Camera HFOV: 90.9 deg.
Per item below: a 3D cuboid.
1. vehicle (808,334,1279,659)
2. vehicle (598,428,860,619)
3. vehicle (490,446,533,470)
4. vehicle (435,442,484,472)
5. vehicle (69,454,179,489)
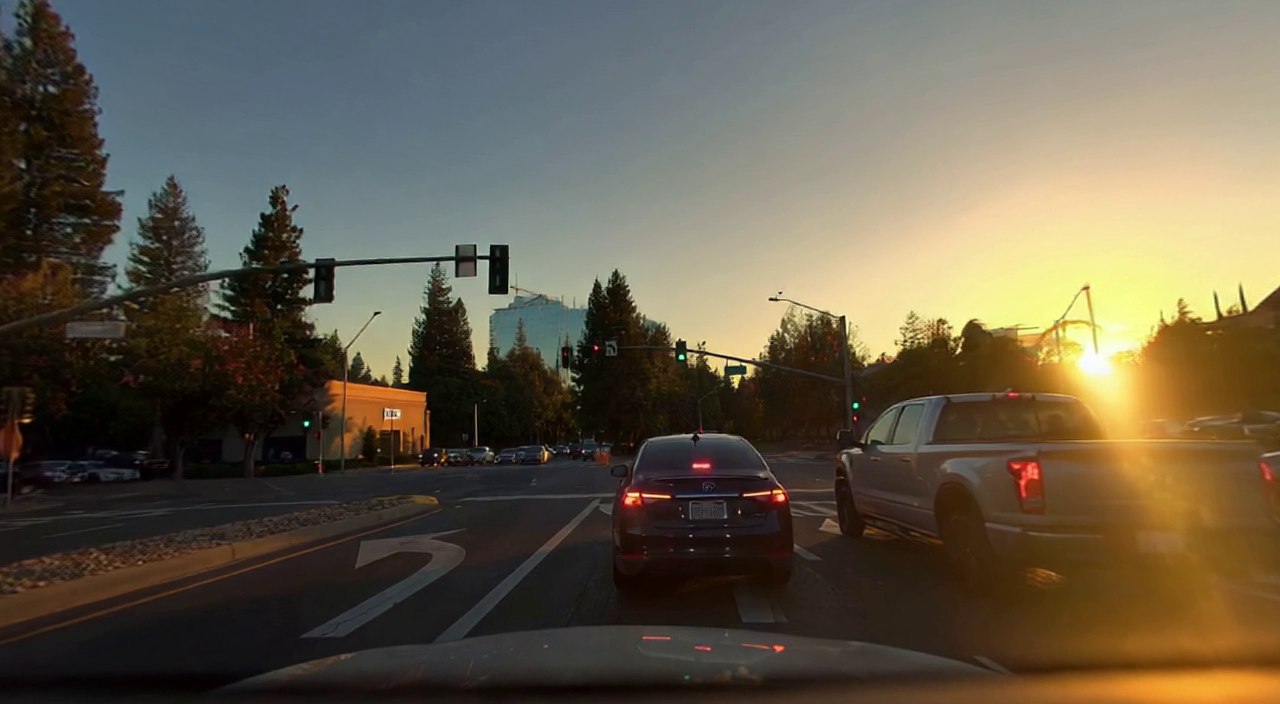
[{"bbox_3d":[3.798,1.308,6.853,2.358,2.116,5.328,0,-8,-1],"label":"vehicle"},{"bbox_3d":[0.610,1.599,6.819,2.038,1.447,3.756,0,-8,-3],"label":"vehicle"},{"bbox_3d":[-8.443,7.007,41.874,2.002,1.469,4.301,0,-8,-1],"label":"vehicle"},{"bbox_3d":[-11.874,6.910,41.818,1.991,1.844,4.393,0,-8,-1],"label":"vehicle"},{"bbox_3d":[-29.082,6.695,35.600,4.789,1.828,2.025,-2,-9,10],"label":"vehicle"}]
